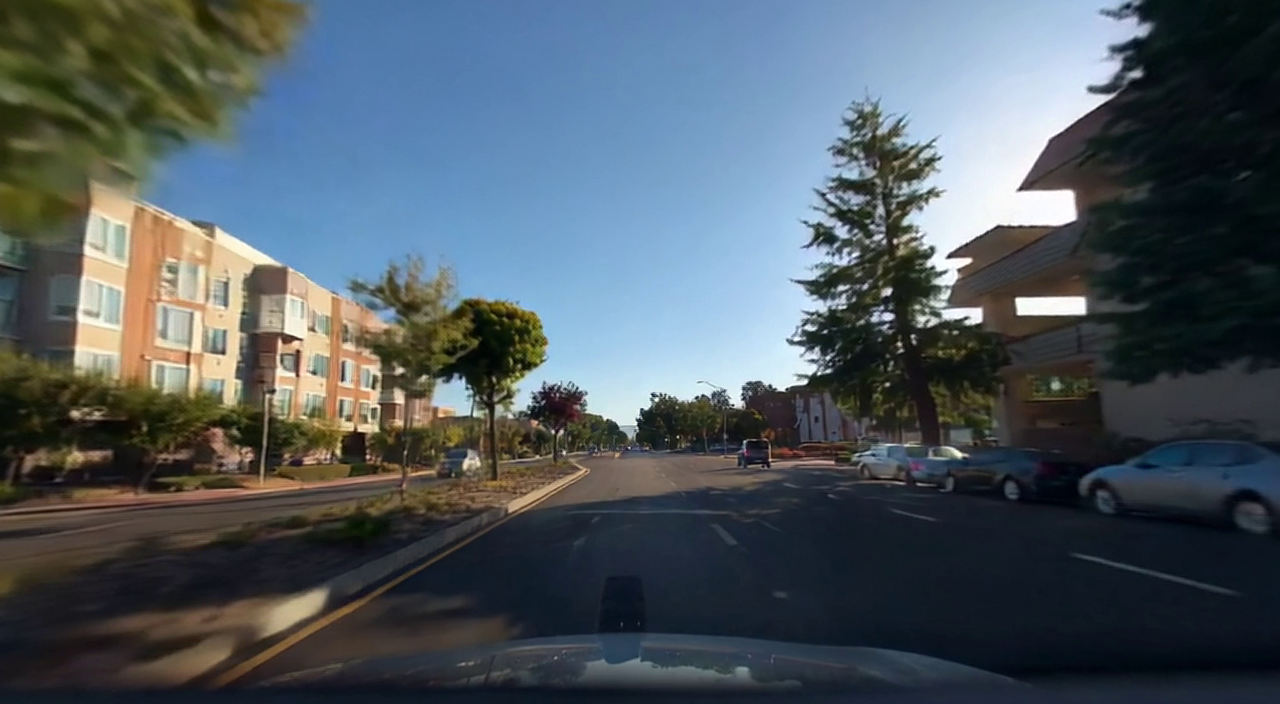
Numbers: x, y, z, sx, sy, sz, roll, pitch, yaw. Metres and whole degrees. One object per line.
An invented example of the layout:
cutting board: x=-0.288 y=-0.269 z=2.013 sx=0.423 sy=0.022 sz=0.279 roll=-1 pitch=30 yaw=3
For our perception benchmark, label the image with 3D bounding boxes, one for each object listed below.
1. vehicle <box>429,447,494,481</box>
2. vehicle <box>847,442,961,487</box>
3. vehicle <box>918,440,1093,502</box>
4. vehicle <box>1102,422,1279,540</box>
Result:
vehicle: x=-10.072 y=6.356 z=36.125 sx=2.108 sy=1.794 sz=4.995 roll=-1 pitch=-9 yaw=2
vehicle: x=9.510 y=4.089 z=23.253 sx=1.898 sy=1.477 sz=4.695 roll=0 pitch=-9 yaw=-4
vehicle: x=9.699 y=3.189 z=17.339 sx=1.930 sy=1.453 sz=4.665 roll=0 pitch=-9 yaw=-1
vehicle: x=9.868 y=1.965 z=9.906 sx=1.970 sy=1.610 sz=4.247 roll=0 pitch=-9 yaw=0
